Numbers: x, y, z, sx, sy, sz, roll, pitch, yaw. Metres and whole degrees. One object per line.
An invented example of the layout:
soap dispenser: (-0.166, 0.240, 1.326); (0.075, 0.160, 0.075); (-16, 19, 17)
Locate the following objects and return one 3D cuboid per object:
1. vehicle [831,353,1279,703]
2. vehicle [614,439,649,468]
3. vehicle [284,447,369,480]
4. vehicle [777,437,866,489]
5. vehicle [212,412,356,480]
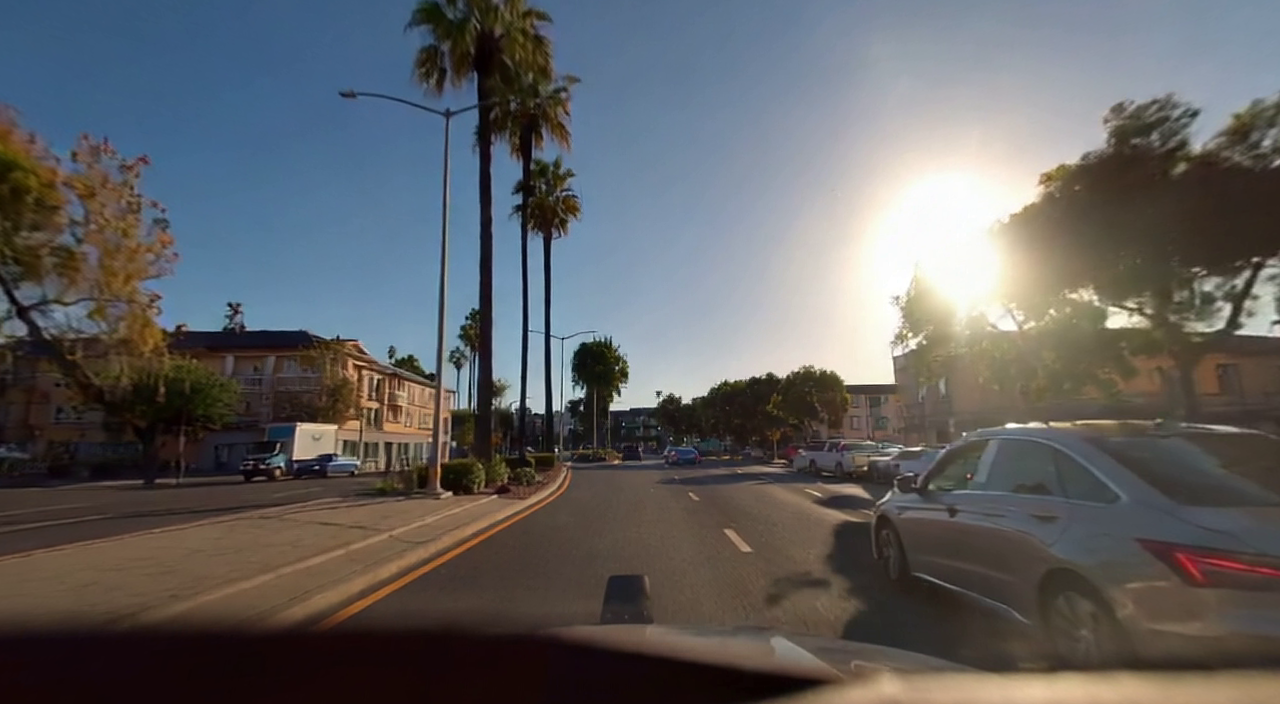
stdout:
vehicle: (2.973, 1.133, 4.208); (2.009, 1.639, 4.267); (0, -9, -1)
vehicle: (-0.541, 6.446, 40.229); (2.087, 1.709, 4.076); (0, -9, 0)
vehicle: (-15.482, 5.506, 31.414); (1.783, 1.477, 4.624); (0, -9, 1)
vehicle: (6.393, 3.944, 22.717); (1.858, 1.653, 4.194); (0, -9, -1)
vehicle: (-18.988, 5.159, 34.478); (2.933, 3.159, 8.124); (-2, -9, 2)
